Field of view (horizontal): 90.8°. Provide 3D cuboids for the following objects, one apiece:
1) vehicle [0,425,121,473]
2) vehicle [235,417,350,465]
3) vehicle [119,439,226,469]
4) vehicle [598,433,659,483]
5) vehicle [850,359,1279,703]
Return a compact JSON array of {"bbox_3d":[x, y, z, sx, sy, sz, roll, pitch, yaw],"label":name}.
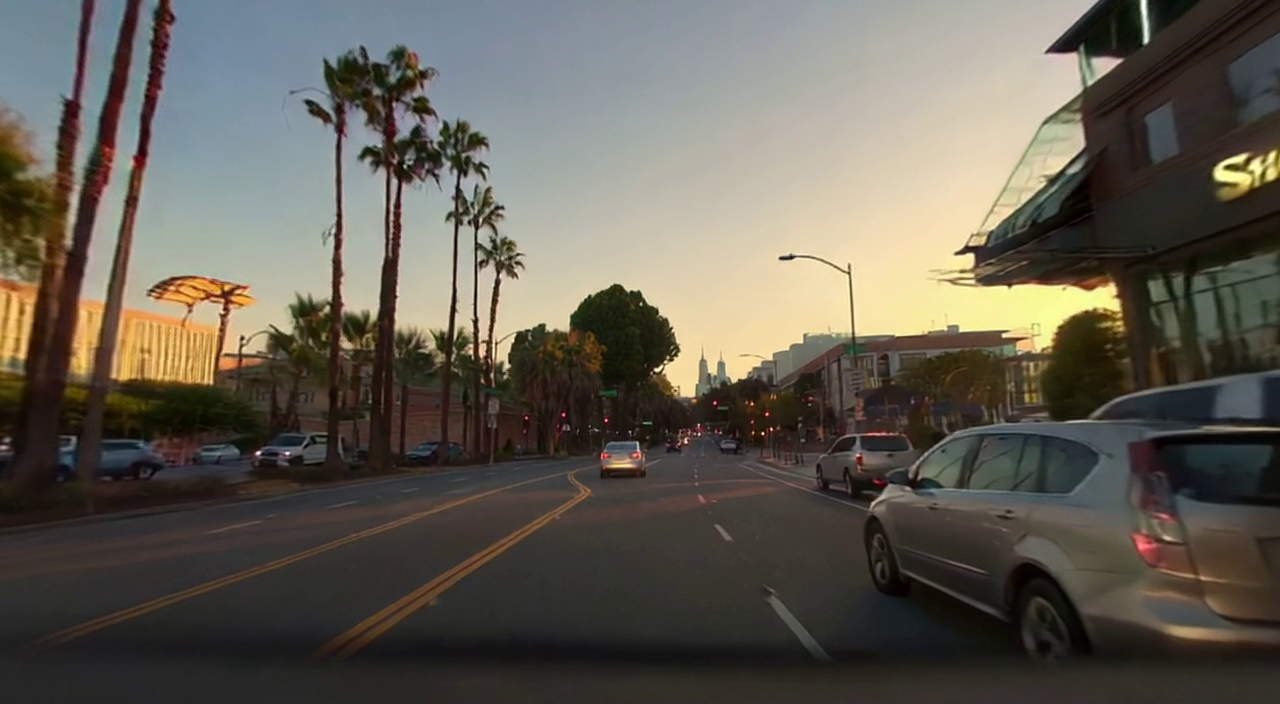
[{"bbox_3d":[-32.562,5.128,33.578,2.562,2.387,6.989,-4,-10,29],"label":"vehicle"},{"bbox_3d":[-20.882,5.429,38.362,2.198,2.684,5.751,-4,-9,25],"label":"vehicle"},{"bbox_3d":[-29.177,6.380,39.645,1.863,1.733,4.974,-5,-10,27],"label":"vehicle"},{"bbox_3d":[-0.421,3.934,23.690,2.063,1.664,4.471,0,-8,0],"label":"vehicle"},{"bbox_3d":[3.210,1.159,4.435,1.983,1.654,4.354,0,-8,0],"label":"vehicle"}]
